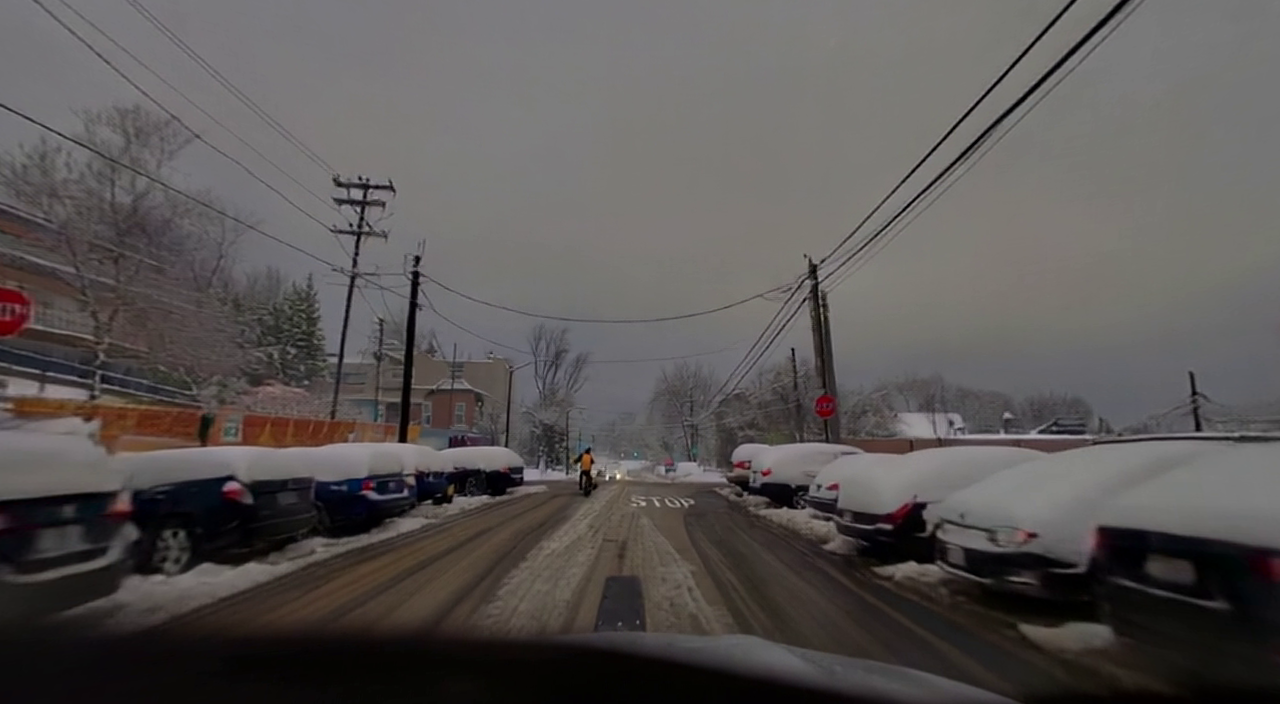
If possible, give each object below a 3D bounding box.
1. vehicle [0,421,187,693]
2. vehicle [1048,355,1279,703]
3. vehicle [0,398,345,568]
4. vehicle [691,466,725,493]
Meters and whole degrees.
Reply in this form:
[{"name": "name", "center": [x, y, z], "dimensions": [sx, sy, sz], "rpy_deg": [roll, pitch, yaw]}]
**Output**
[{"name": "vehicle", "center": [-6.110, 1.207, 3.906], "dimensions": [5.099, 1.491, 1.868], "rpy_deg": [0, -9, -1]}, {"name": "vehicle", "center": [4.534, 0.970, 2.712], "dimensions": [4.100, 1.546, 2.092], "rpy_deg": [3, -12, 1]}, {"name": "vehicle", "center": [-6.556, 1.587, 7.995], "dimensions": [4.515, 1.689, 1.942], "rpy_deg": [4, -11, -2]}, {"name": "vehicle", "center": [5.041, 9.534, 47.368], "dimensions": [2.007, 1.804, 4.136], "rpy_deg": [0, -9, -2]}]
